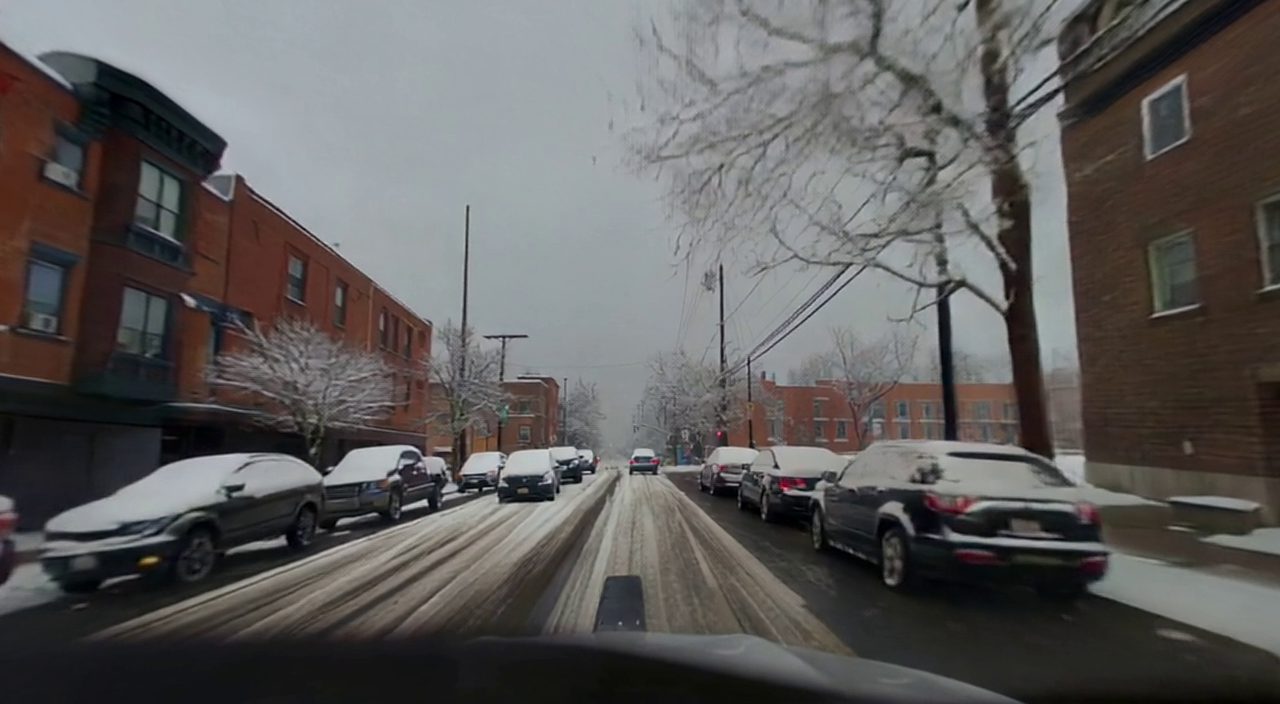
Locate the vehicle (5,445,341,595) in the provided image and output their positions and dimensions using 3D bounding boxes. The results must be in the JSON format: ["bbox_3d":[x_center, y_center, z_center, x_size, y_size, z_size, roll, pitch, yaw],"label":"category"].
[{"bbox_3d":[-6.680,2.351,9.867,1.925,1.759,4.396,0,-9,-2],"label":"vehicle"}]

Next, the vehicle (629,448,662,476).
[{"bbox_3d":[0.400,7.178,41.454,2.059,1.736,3.994,0,-9,1],"label":"vehicle"}]

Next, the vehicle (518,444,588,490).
[{"bbox_3d":[-3.762,5.061,28.217,2.236,1.834,4.743,-1,-9,3],"label":"vehicle"}]

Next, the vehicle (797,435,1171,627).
[{"bbox_3d":[3.385,1.798,7.404,1.895,1.553,4.235,0,-9,-1],"label":"vehicle"}]

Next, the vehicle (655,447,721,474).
[{"bbox_3d":[3.755,8.341,48.735,5.167,1.895,2.140,7,-11,-42],"label":"vehicle"}]

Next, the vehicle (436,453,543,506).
[{"bbox_3d":[-5.198,4.212,21.357,1.994,1.510,4.802,5,-10,-32],"label":"vehicle"}]

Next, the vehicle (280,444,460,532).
[{"bbox_3d":[-6.703,3.398,16.683,2.263,1.882,5.706,0,-9,0],"label":"vehicle"}]
